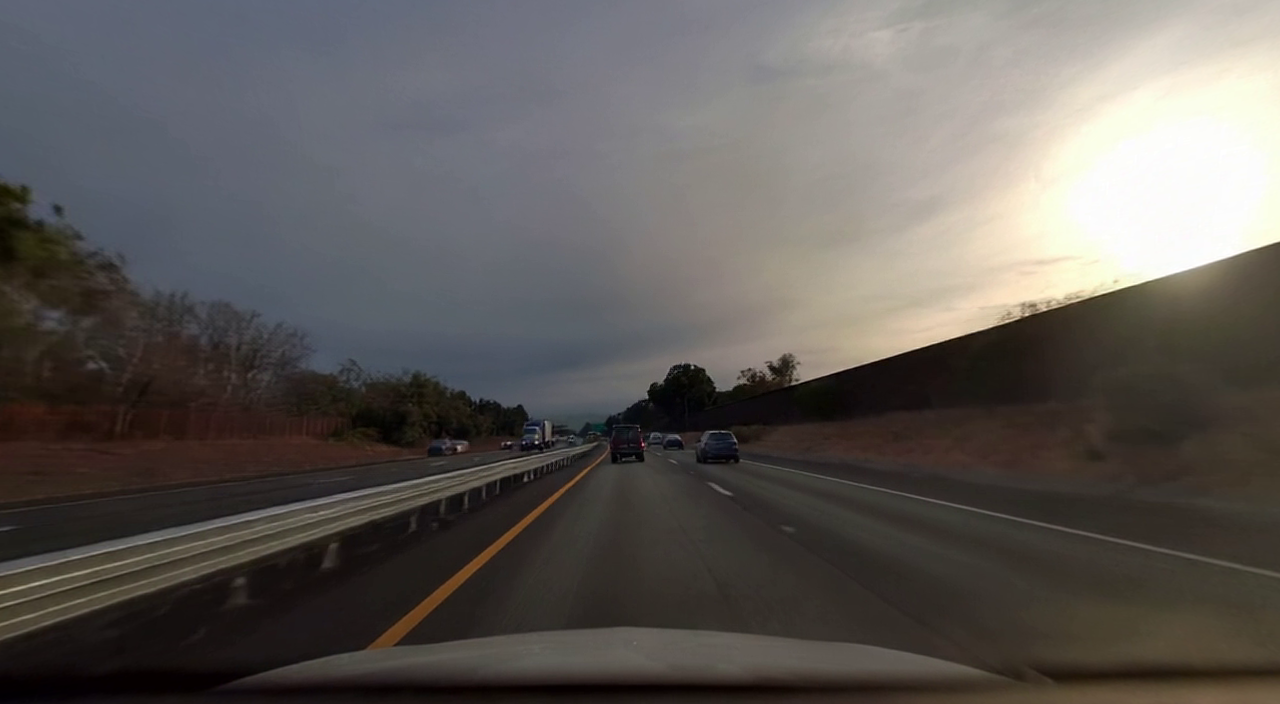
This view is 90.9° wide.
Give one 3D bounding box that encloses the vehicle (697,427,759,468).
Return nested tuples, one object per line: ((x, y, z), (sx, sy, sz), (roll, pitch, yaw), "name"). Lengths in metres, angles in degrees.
((3.669, 4.042, 26.959), (1.981, 1.606, 3.956), (0, -8, -2), "vehicle")

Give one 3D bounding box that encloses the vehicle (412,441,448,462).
((-16.064, 7.576, 48.341), (1.764, 1.465, 3.584), (-2, -8, -3), "vehicle")

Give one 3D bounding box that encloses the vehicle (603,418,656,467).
((-0.508, 4.184, 29.186), (2.270, 2.044, 4.633), (0, -8, -1), "vehicle")
